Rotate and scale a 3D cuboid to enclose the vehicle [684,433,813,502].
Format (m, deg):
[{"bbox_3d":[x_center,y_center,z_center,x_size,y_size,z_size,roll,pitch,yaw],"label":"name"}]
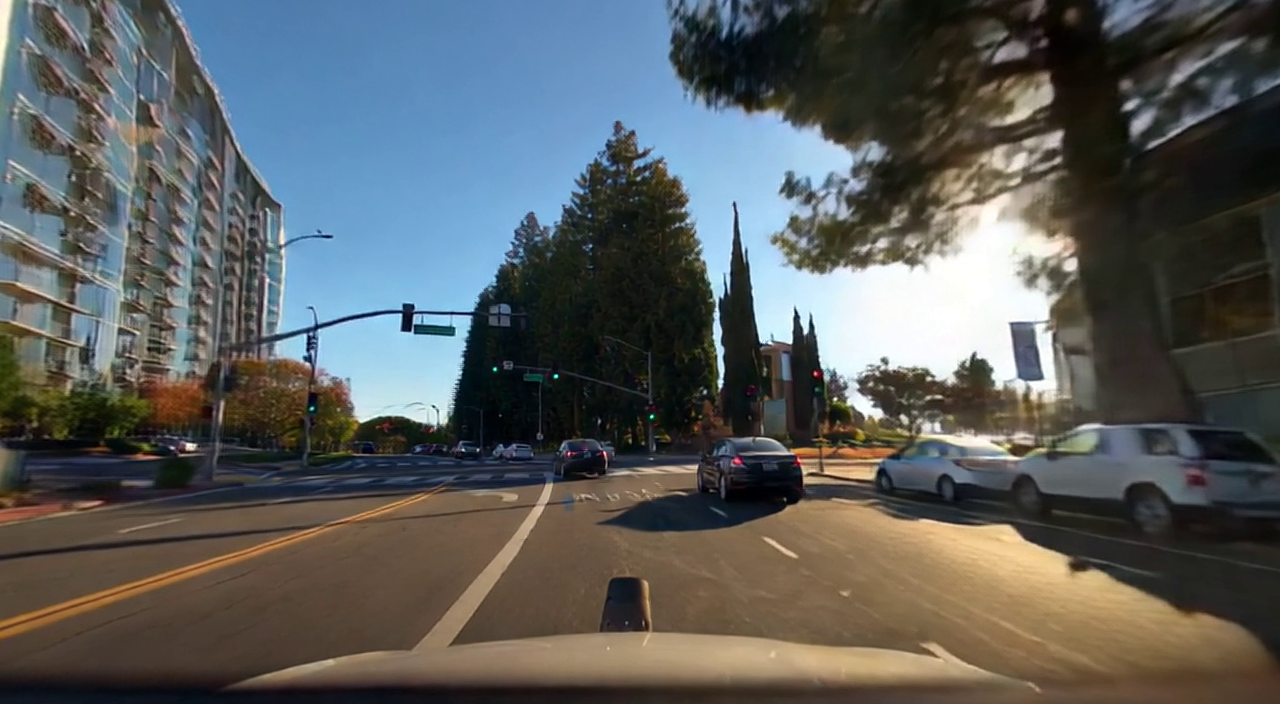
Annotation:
[{"bbox_3d":[2.522,2.827,15.968,1.984,1.476,4.488,1,-8,-7],"label":"vehicle"}]

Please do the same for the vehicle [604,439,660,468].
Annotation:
[{"bbox_3d":[-0.530,5.417,33.880,1.957,1.463,4.701,2,-9,-14],"label":"vehicle"}]

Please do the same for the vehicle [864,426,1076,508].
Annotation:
[{"bbox_3d":[7.028,2.490,14.126,1.933,1.522,4.443,1,-8,-7],"label":"vehicle"}]

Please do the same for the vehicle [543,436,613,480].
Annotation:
[{"bbox_3d":[-2.542,4.097,24.685,2.308,1.535,4.811,2,-8,-11],"label":"vehicle"}]

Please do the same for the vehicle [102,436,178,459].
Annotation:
[{"bbox_3d":[-35.633,6.789,45.011,3.796,1.595,1.808,3,-9,-23],"label":"vehicle"}]

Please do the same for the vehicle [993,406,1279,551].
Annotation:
[{"bbox_3d":[7.442,1.744,9.334,1.825,1.646,4.070,1,-8,-4],"label":"vehicle"}]
